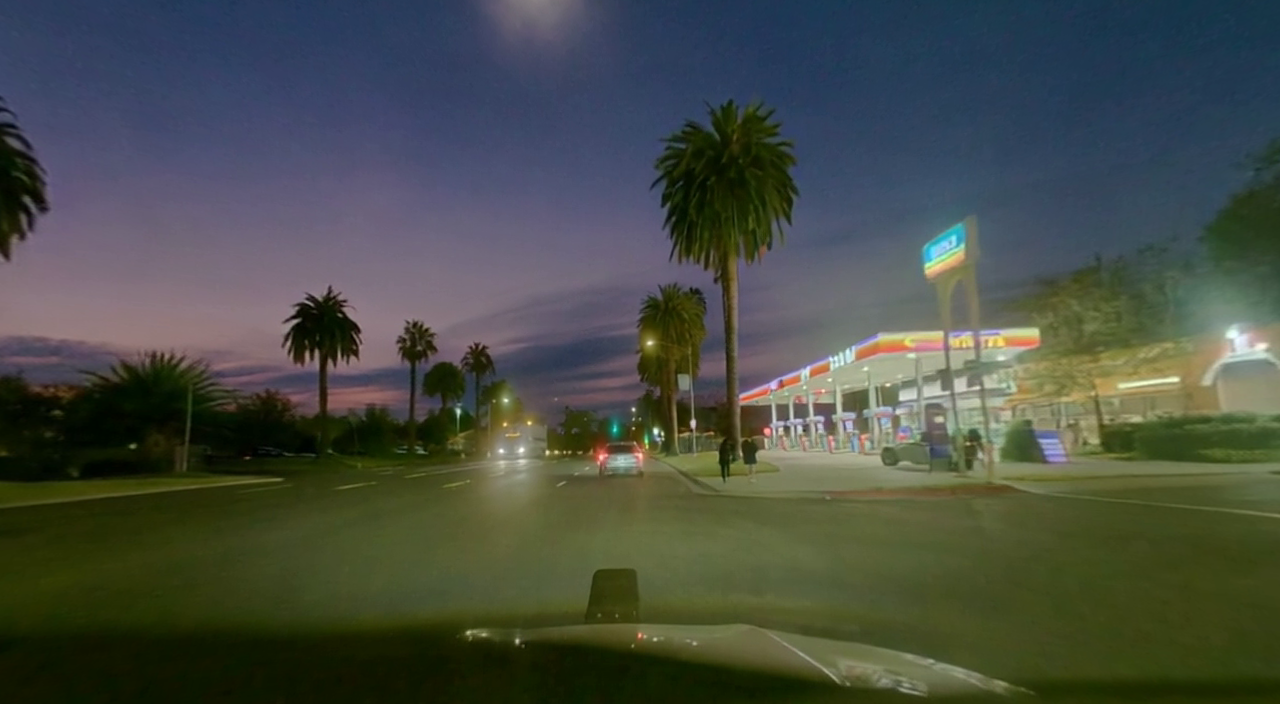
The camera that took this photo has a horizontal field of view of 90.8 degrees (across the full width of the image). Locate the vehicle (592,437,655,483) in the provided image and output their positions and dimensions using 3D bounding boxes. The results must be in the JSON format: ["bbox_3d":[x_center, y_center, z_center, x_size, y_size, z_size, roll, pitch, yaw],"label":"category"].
[{"bbox_3d":[-0.578,3.826,22.786,2.076,1.486,4.119,0,-8,-1],"label":"vehicle"}]
